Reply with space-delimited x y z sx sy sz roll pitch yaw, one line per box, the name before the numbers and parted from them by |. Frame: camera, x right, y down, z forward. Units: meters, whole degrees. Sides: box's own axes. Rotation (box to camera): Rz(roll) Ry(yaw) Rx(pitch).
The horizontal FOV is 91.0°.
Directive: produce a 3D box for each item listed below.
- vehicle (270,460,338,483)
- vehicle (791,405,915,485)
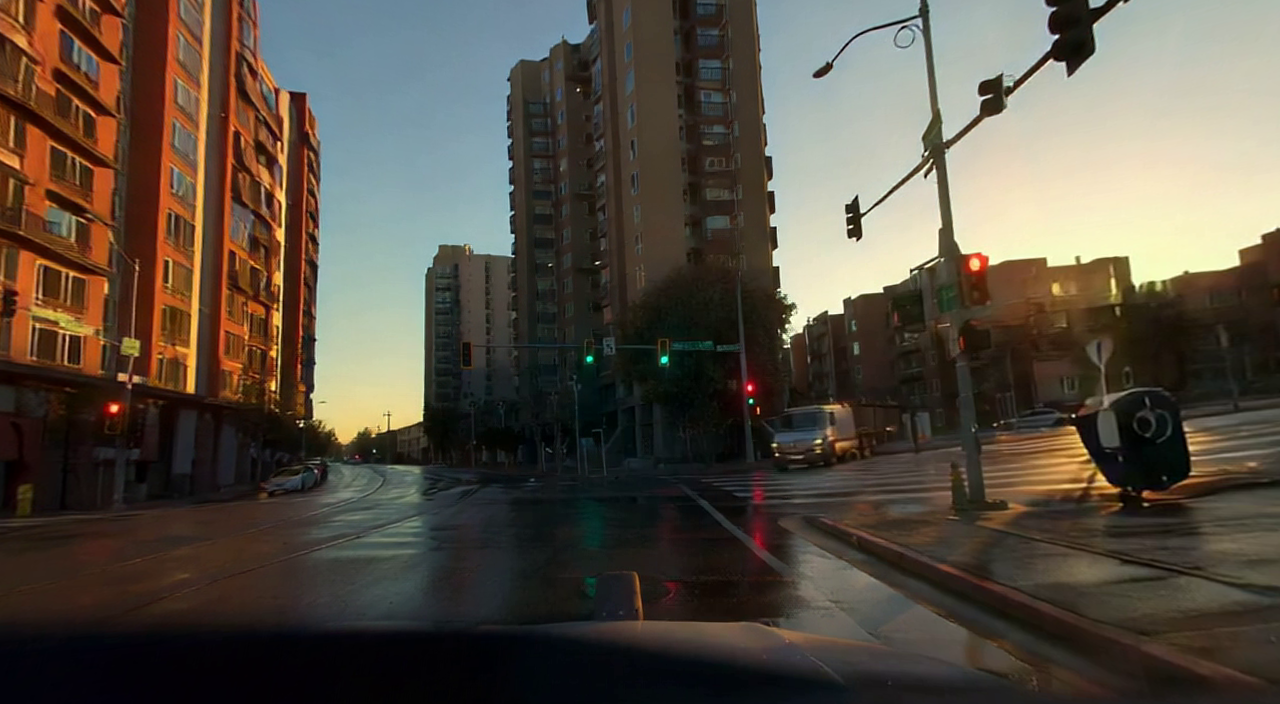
vehicle | -24.667 8.791 46.291 3.882 1.600 1.768 0 -9 2
vehicle | 9.689 4.170 28.106 2.948 3.071 7.295 -6 -11 36
